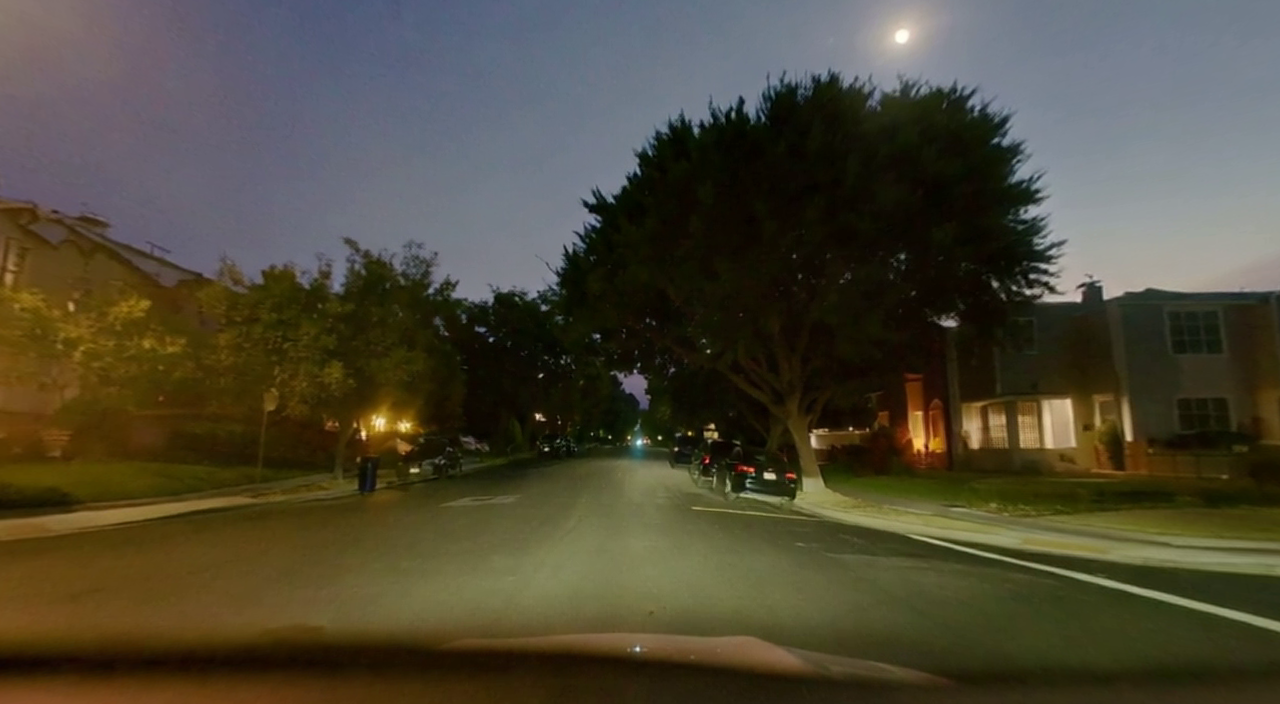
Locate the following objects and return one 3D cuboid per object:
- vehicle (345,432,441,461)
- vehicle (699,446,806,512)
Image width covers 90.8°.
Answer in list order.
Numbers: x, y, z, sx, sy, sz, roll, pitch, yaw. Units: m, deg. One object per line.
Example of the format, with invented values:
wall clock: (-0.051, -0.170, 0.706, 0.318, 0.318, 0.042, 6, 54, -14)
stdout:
vehicle: (-13.456, 5.187, 34.662, 4.423, 1.522, 1.961, 0, -8, -2)
vehicle: (2.827, 3.284, 16.880, 1.881, 1.487, 4.183, 1, -8, -3)
